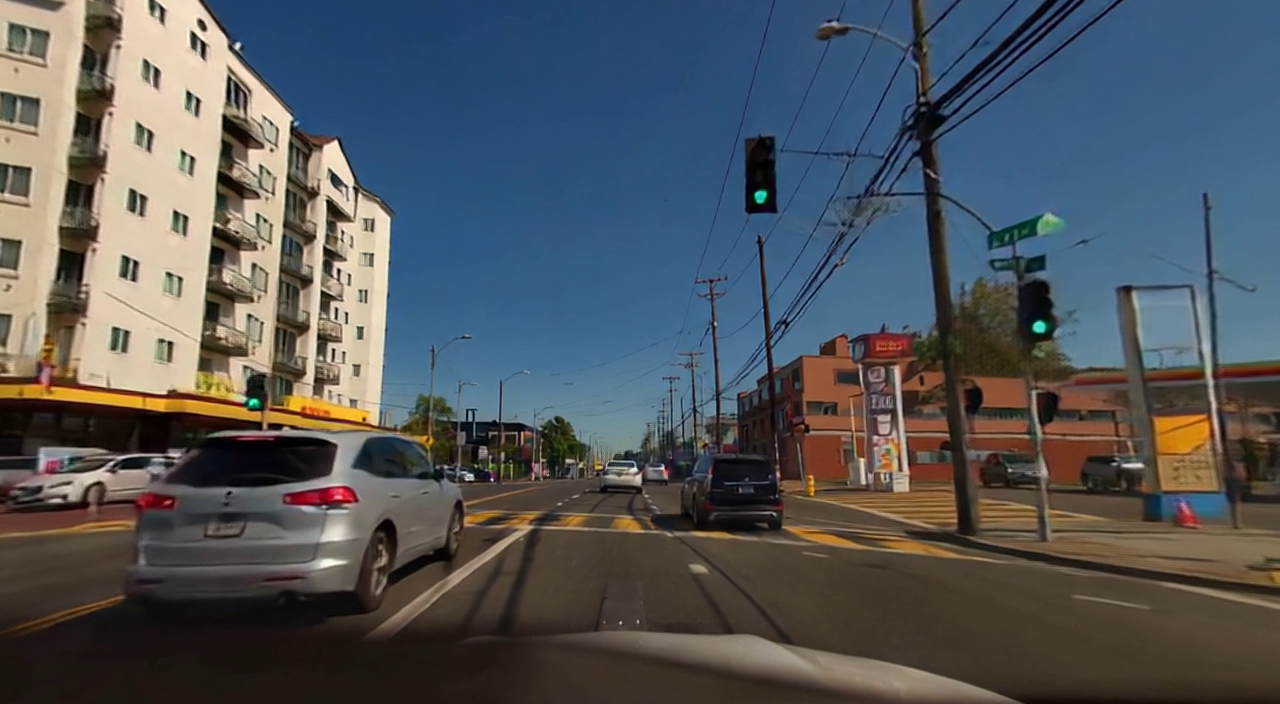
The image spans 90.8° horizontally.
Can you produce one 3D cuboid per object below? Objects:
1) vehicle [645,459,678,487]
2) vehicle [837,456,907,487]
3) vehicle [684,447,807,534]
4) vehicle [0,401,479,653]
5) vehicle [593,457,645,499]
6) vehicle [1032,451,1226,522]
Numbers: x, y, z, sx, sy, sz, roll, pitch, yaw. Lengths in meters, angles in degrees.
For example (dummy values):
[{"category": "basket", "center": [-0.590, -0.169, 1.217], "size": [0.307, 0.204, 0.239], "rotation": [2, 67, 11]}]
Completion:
[{"category": "vehicle", "center": [1.451, 8.380, 44.028], "size": [1.953, 1.687, 4.094], "rotation": [0, -8, -2]}, {"category": "vehicle", "center": [12.883, 6.650, 35.471], "size": [1.846, 1.480, 4.649], "rotation": [0, -8, -5]}, {"category": "vehicle", "center": [2.245, 3.061, 14.656], "size": [1.945, 1.647, 4.160], "rotation": [0, -8, -3]}, {"category": "vehicle", "center": [-3.354, 1.511, 6.623], "size": [2.221, 1.706, 4.451], "rotation": [0, -8, -1]}, {"category": "vehicle", "center": [-0.830, 5.177, 26.338], "size": [1.999, 1.487, 3.939], "rotation": [0, -8, -1]}, {"category": "vehicle", "center": [12.257, 3.297, 15.880], "size": [4.048, 1.539, 1.820], "rotation": [3, -9, -19]}]
